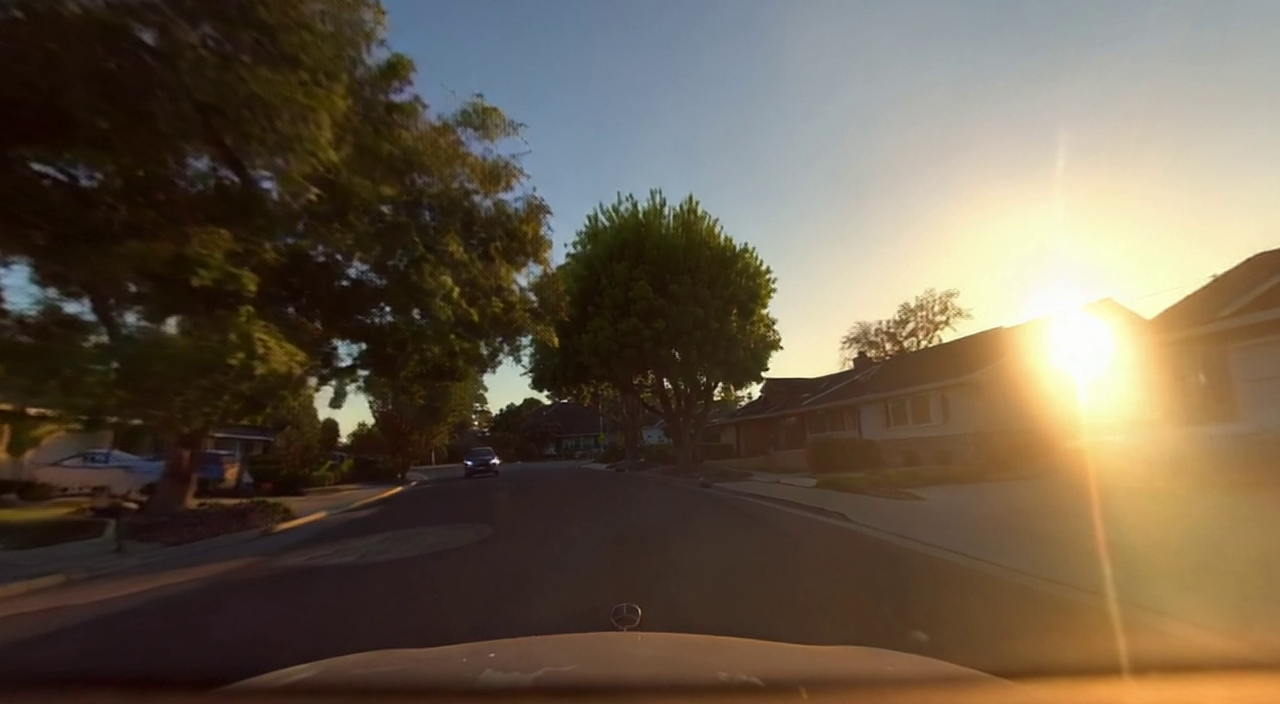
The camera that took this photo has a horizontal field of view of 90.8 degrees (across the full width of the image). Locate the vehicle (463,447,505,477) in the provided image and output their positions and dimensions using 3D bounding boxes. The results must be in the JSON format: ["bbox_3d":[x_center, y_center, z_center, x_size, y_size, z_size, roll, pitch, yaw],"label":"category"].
[{"bbox_3d":[-9.729,6.867,39.735,2.217,1.751,4.763,1,-9,-10],"label":"vehicle"}]
